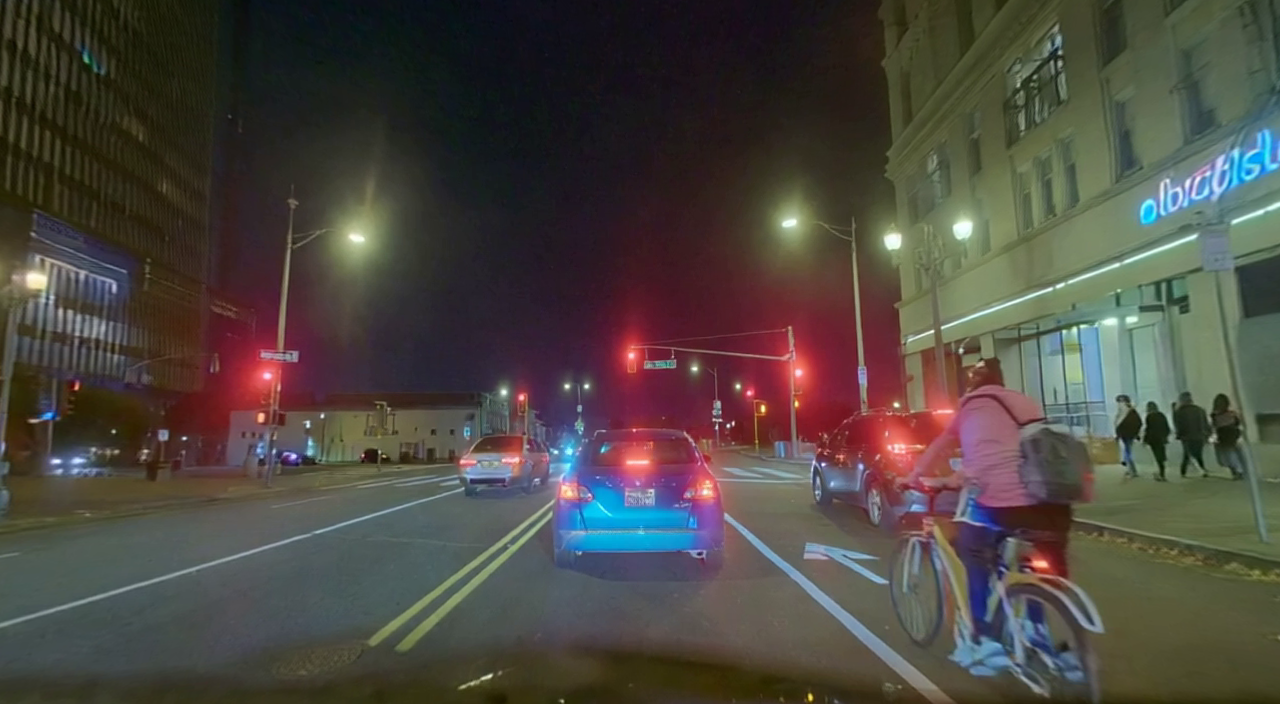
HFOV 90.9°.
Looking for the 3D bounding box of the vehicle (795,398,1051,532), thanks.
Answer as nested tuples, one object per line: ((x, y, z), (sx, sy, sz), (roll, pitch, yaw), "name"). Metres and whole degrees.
((4.499, 1.912, 11.126), (2.142, 1.829, 4.767), (0, -9, -2), "vehicle")

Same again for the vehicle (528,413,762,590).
((0.031, 1.643, 7.705), (2.091, 1.557, 4.000), (0, -9, 0), "vehicle")

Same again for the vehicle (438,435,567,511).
((-2.948, 2.707, 14.629), (2.039, 1.452, 4.489), (0, -9, -1), "vehicle")
